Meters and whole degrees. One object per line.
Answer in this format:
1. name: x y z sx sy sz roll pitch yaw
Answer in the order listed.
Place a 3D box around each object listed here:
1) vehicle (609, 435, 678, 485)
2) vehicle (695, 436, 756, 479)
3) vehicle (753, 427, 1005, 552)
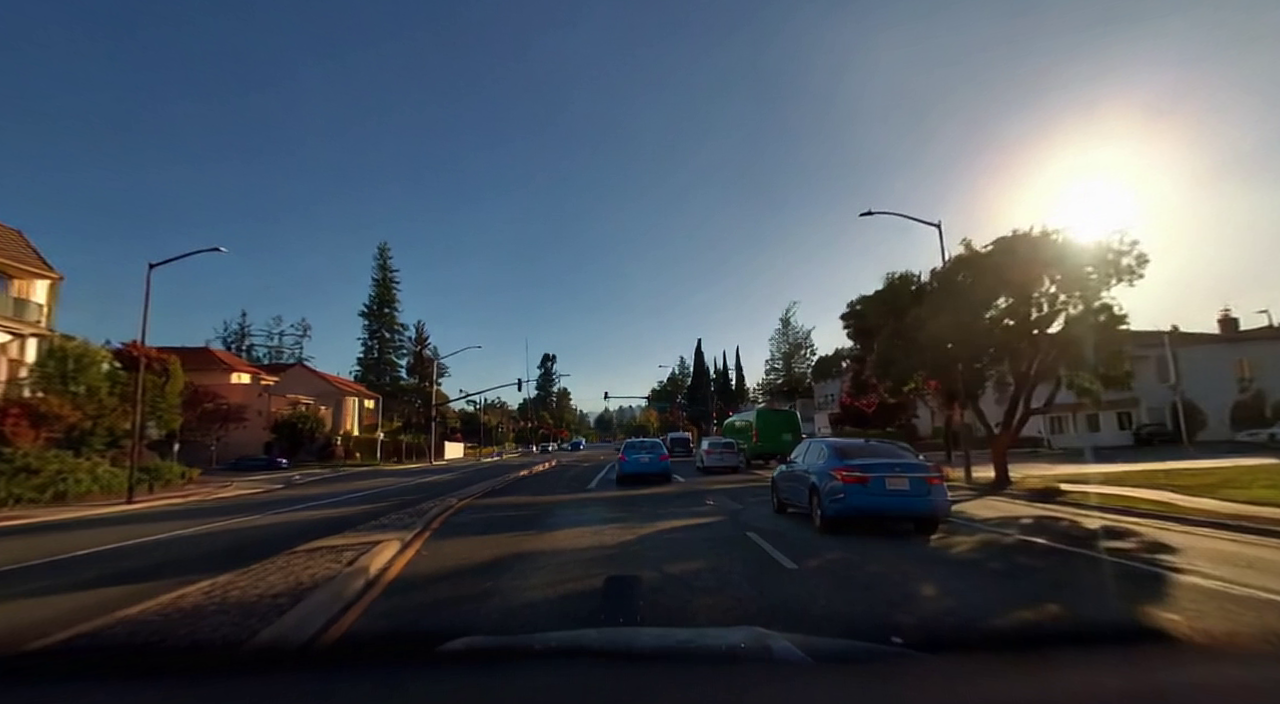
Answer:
1. vehicle: 0.054 3.576 21.141 2.093 1.497 4.010 0 -9 -1
2. vehicle: 3.261 4.082 24.637 1.775 1.499 3.488 0 -9 -2
3. vehicle: 3.369 2.044 10.151 2.161 1.519 4.568 0 -9 -1
